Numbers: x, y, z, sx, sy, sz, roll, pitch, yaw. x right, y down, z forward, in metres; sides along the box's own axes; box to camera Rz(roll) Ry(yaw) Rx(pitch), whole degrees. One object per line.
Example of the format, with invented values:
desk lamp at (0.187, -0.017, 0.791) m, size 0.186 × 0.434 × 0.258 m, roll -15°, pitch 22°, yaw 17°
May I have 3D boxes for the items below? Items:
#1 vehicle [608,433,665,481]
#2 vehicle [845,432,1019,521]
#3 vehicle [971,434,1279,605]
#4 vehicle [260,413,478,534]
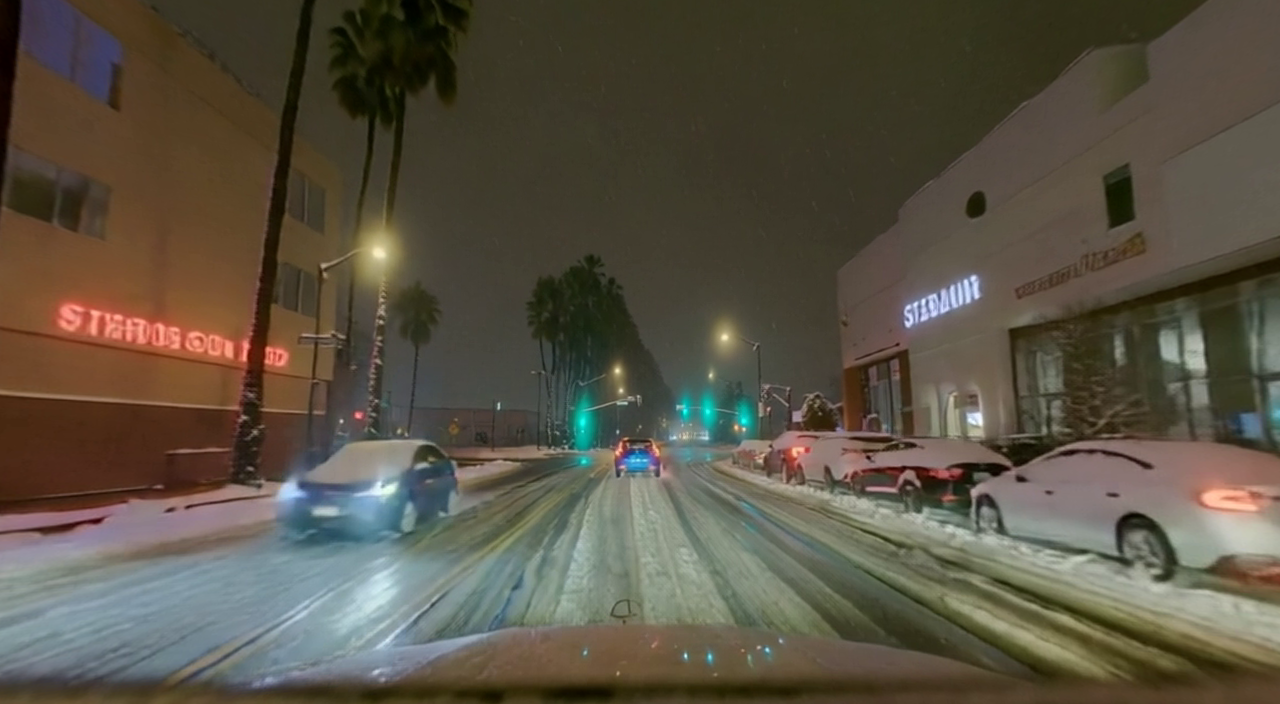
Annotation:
vehicle at (-0.178, 4.100, 24.962) m, size 2.063 × 1.664 × 4.471 m, roll 0°, pitch -8°, yaw -1°
vehicle at (6.089, 2.608, 13.828) m, size 1.747 × 1.619 × 4.157 m, roll 0°, pitch -8°, yaw -1°
vehicle at (6.260, 1.814, 7.873) m, size 1.885 × 1.506 × 4.302 m, roll 0°, pitch -8°, yaw -1°
vehicle at (-4.630, 2.141, 11.721) m, size 2.188 × 1.797 × 4.358 m, roll 0°, pitch -8°, yaw -1°
